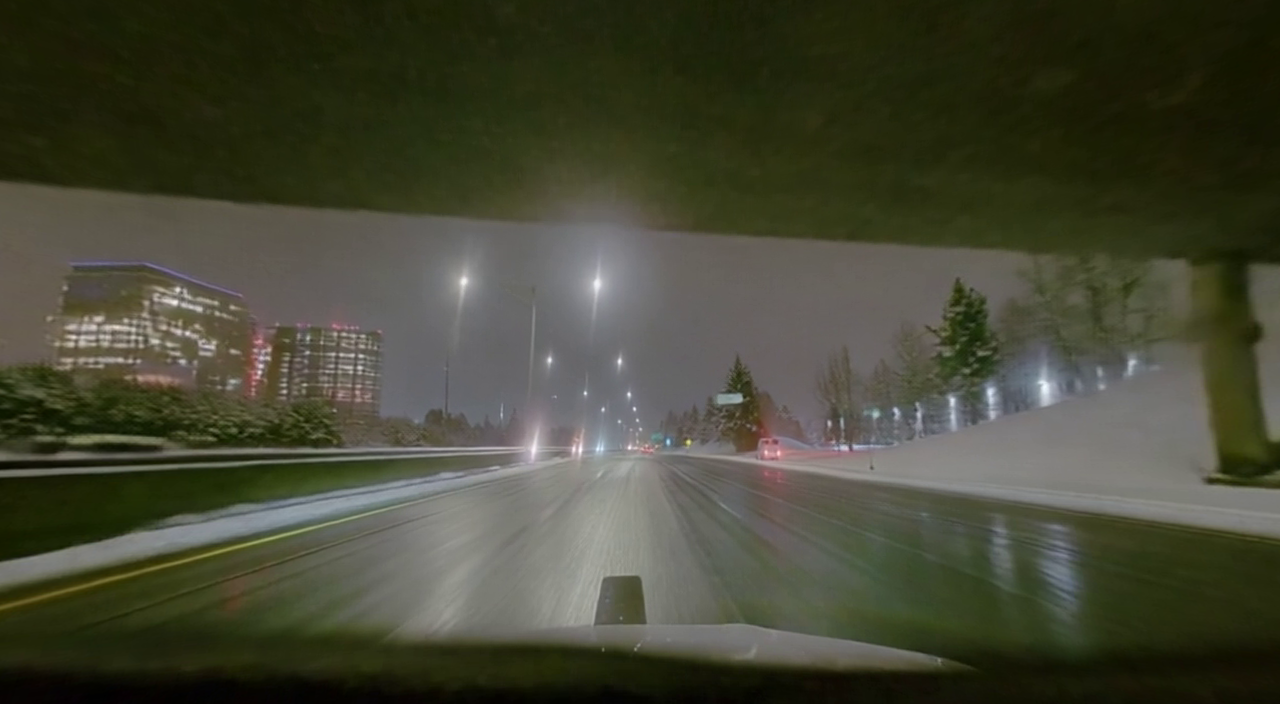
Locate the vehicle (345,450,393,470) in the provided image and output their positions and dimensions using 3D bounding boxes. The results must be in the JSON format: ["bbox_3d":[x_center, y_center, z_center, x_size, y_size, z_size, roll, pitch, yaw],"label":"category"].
[{"bbox_3d":[-21.311,8.505,49.843,1.986,1.520,4.053,0,-9,0],"label":"vehicle"}]
